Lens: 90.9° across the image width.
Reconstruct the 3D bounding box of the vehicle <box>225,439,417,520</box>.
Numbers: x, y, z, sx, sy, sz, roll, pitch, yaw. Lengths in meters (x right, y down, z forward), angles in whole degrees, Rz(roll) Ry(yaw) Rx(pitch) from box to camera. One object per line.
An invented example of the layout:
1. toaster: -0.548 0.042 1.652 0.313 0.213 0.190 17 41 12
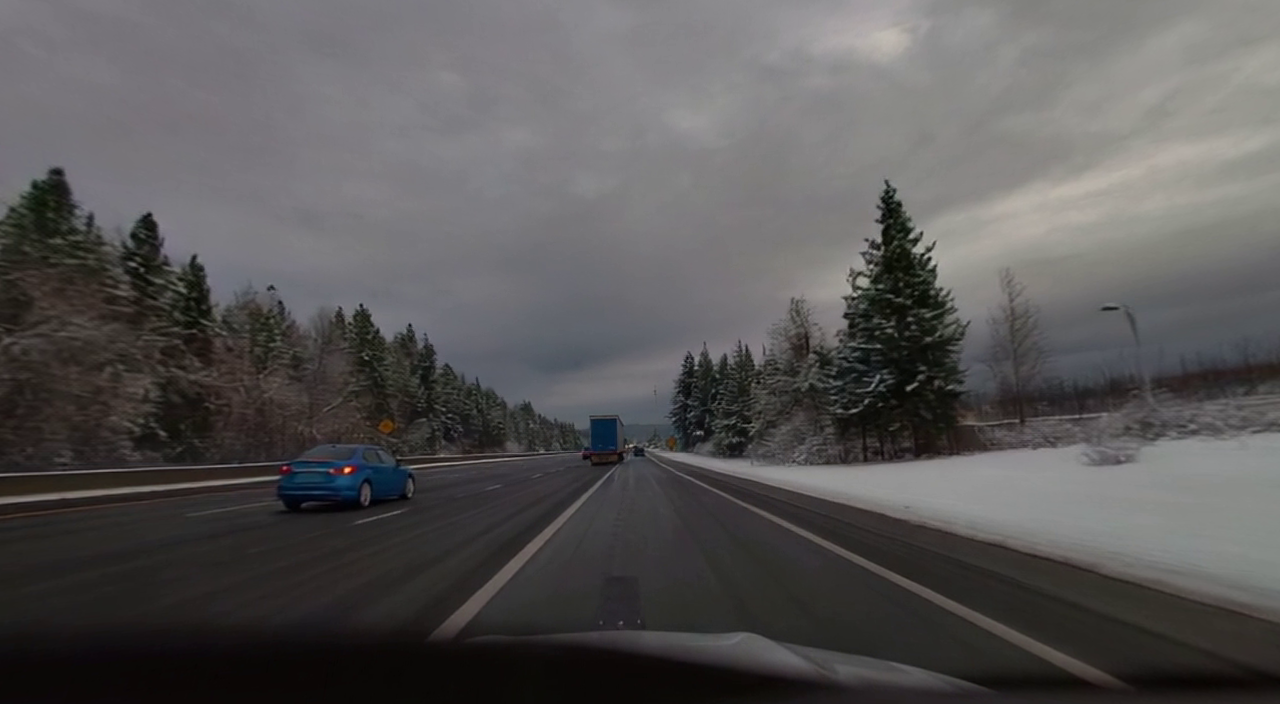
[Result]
1. vehicle: -6.876 2.780 14.279 1.938 1.507 4.557 0 -9 0
